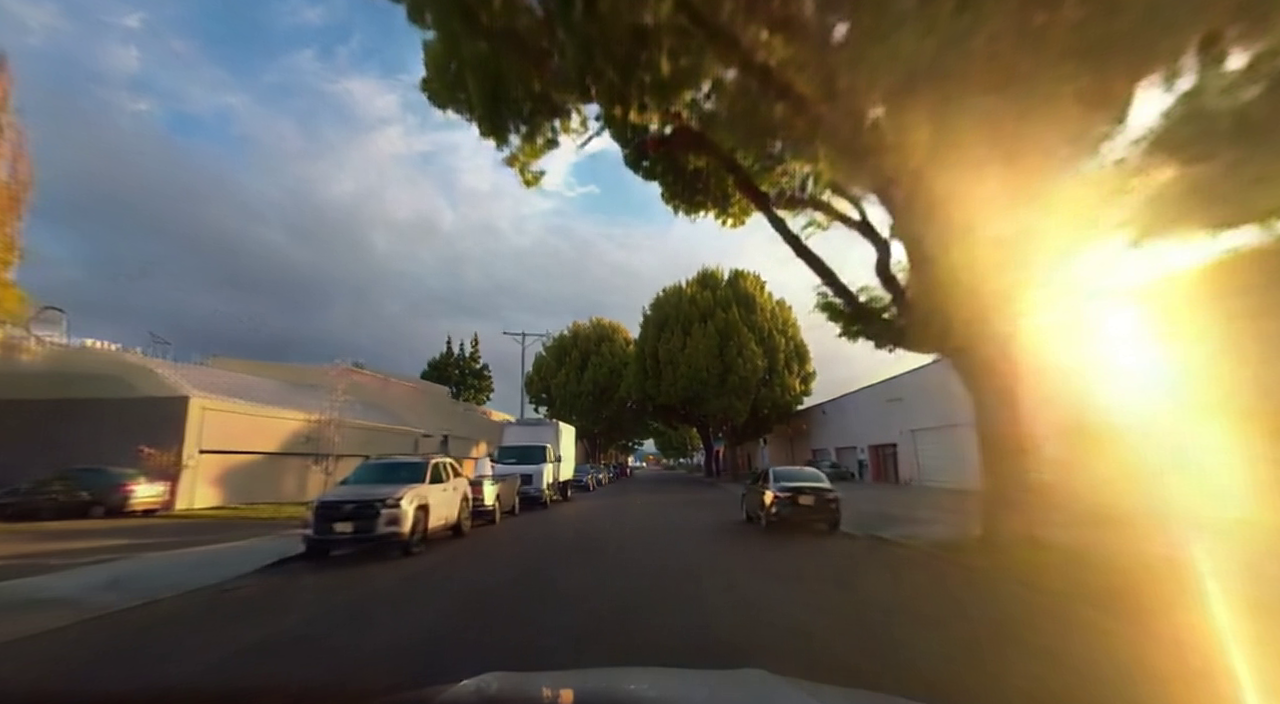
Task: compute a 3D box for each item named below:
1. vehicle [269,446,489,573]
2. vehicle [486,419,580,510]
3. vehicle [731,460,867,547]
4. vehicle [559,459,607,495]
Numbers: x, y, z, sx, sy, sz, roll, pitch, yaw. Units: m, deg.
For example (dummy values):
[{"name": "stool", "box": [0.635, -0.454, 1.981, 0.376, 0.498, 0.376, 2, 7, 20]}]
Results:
[{"name": "vehicle", "box": [-3.893, 2.417, 10.199, 1.835, 1.625, 3.674, 0, -11, 2]}, {"name": "vehicle", "box": [-3.504, 3.930, 21.996, 2.242, 2.726, 5.581, 1, -11, 0]}, {"name": "vehicle", "box": [3.036, 2.991, 12.905, 1.819, 1.446, 3.909, 1, -11, 1]}, {"name": "vehicle", "box": [-2.917, 6.529, 33.220, 1.886, 1.640, 4.311, 1, -8, 2]}]
